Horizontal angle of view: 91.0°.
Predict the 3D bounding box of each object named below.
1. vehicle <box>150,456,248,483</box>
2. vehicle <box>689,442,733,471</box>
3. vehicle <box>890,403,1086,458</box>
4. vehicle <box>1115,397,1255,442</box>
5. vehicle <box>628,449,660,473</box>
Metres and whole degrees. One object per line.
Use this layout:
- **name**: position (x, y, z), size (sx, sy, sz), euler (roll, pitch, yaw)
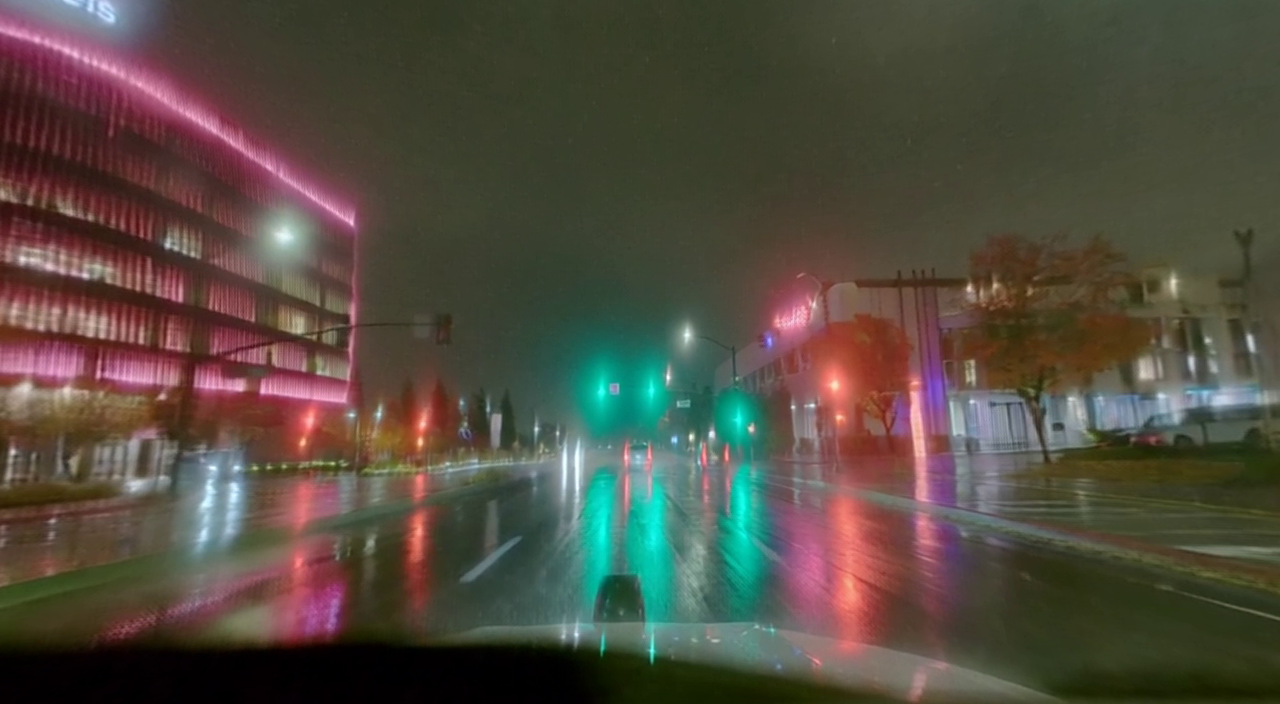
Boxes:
- **vehicle**: position (-26.790, 7.131, 38.327), size (4.500, 1.555, 1.913), euler (0, -9, 3)
- **vehicle**: position (4.569, 6.821, 41.359), size (2.174, 1.749, 4.739), euler (0, -9, -2)
- **vehicle**: position (22.947, 5.292, 42.136), size (10.893, 3.534, 3.195), euler (-1, -9, 4)
- **vehicle**: position (23.400, 2.994, 27.350), size (1.887, 1.635, 4.695), euler (1, -9, 0)
- **vehicle**: position (0.245, 7.284, 42.355), size (2.014, 1.525, 4.197), euler (0, -9, 0)
